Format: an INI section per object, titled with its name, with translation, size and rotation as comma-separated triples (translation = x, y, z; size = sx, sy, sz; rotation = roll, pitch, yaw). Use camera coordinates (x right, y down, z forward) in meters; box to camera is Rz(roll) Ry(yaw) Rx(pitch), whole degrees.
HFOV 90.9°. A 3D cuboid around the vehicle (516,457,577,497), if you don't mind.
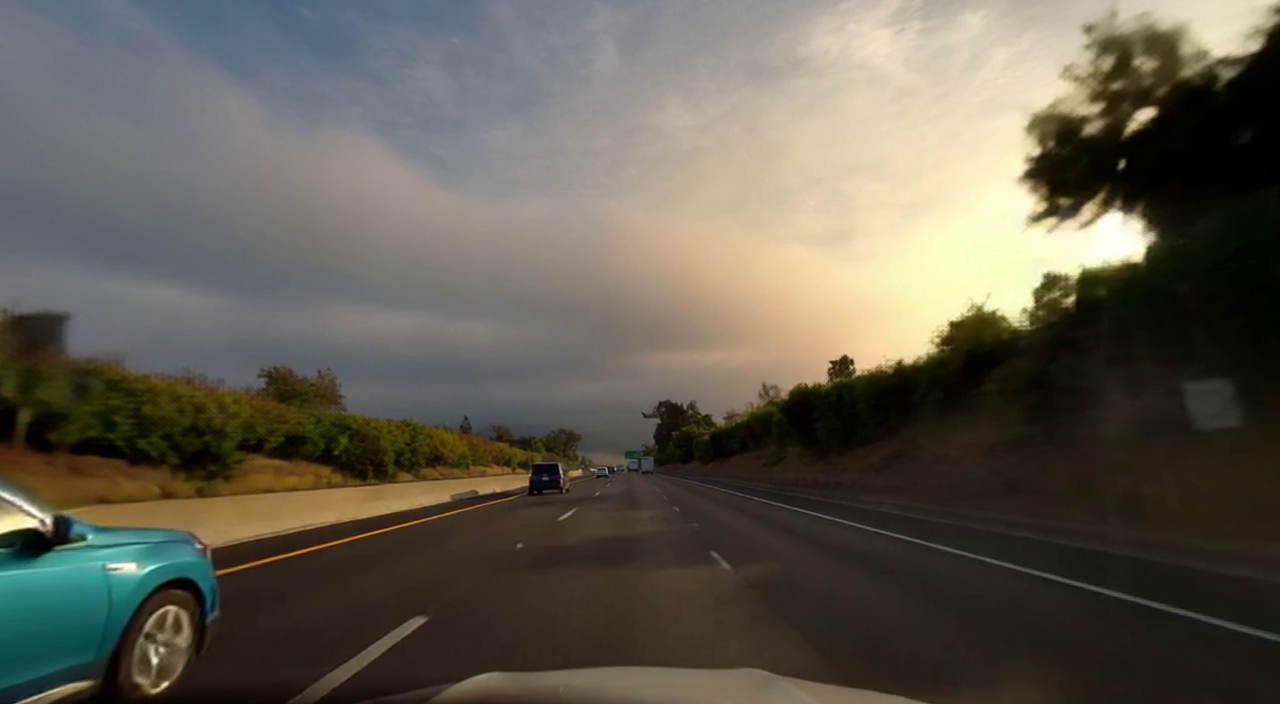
[vehicle]
translation = -4.419, 5.999, 30.498
size = 2.178, 1.736, 4.847
rotation = 1, -10, 0
